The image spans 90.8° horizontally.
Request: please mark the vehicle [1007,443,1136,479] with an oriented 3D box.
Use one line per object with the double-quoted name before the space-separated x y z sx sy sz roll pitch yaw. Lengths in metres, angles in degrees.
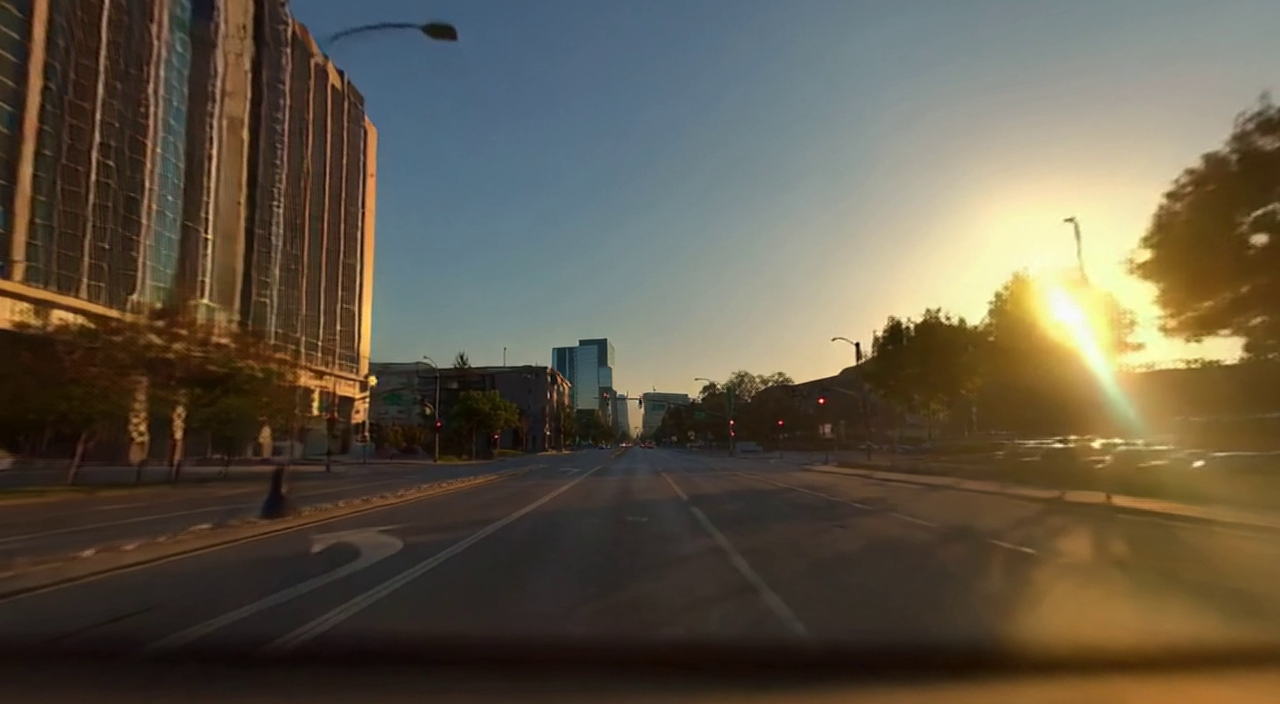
"vehicle" 19.258 4.832 28.344 1.828 1.483 4.376 8 -12 -44
